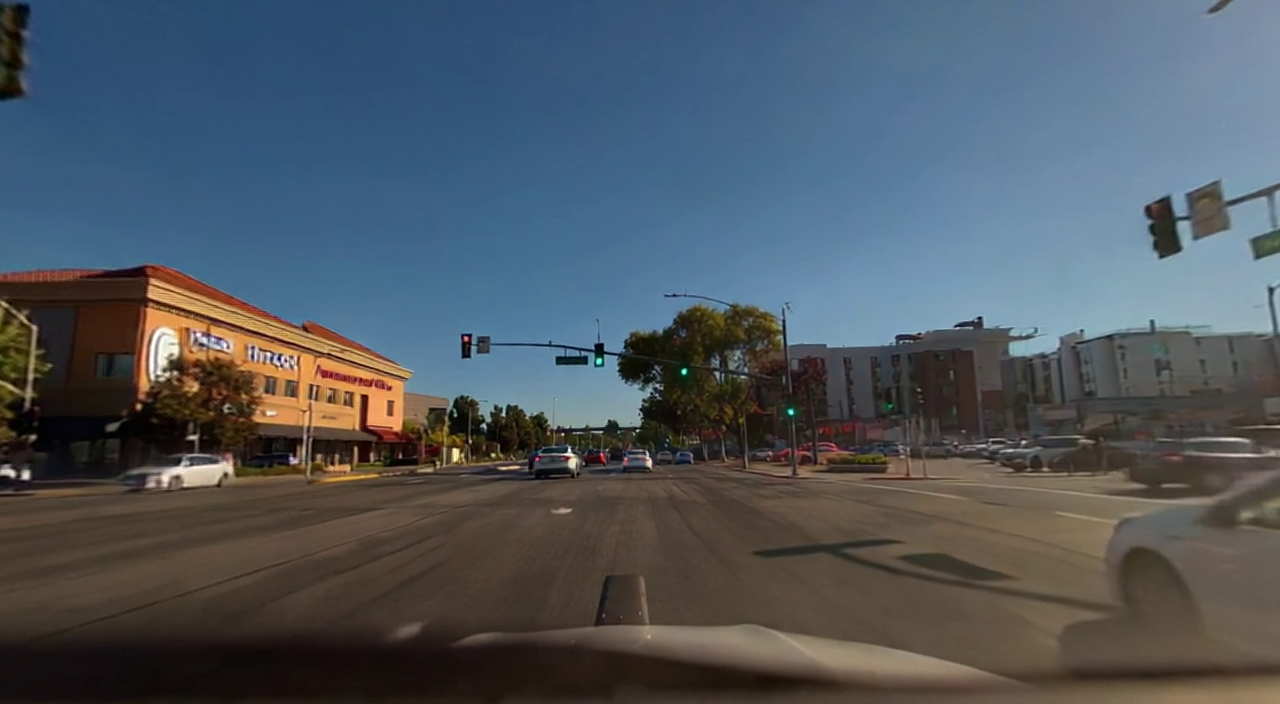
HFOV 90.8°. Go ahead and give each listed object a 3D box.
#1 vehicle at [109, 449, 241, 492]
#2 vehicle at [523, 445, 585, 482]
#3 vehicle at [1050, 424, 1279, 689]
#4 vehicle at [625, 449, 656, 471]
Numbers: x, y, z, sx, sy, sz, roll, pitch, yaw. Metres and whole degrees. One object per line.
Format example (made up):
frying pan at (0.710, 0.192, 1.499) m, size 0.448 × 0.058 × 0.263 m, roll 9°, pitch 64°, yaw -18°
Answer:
vehicle at (-21.828, 5.534, 30.073) m, size 2.066 × 1.835 × 5.580 m, roll 0°, pitch -9°, yaw 0°
vehicle at (-3.885, 5.116, 29.311) m, size 2.035 × 1.564 × 4.702 m, roll -1°, pitch -9°, yaw 2°
vehicle at (4.644, 1.094, 3.168) m, size 2.119 × 1.479 × 4.910 m, roll -1°, pitch -9°, yaw 4°
vehicle at (0.001, 7.547, 44.445) m, size 2.072 × 1.473 × 4.139 m, roll 0°, pitch -9°, yaw -1°
